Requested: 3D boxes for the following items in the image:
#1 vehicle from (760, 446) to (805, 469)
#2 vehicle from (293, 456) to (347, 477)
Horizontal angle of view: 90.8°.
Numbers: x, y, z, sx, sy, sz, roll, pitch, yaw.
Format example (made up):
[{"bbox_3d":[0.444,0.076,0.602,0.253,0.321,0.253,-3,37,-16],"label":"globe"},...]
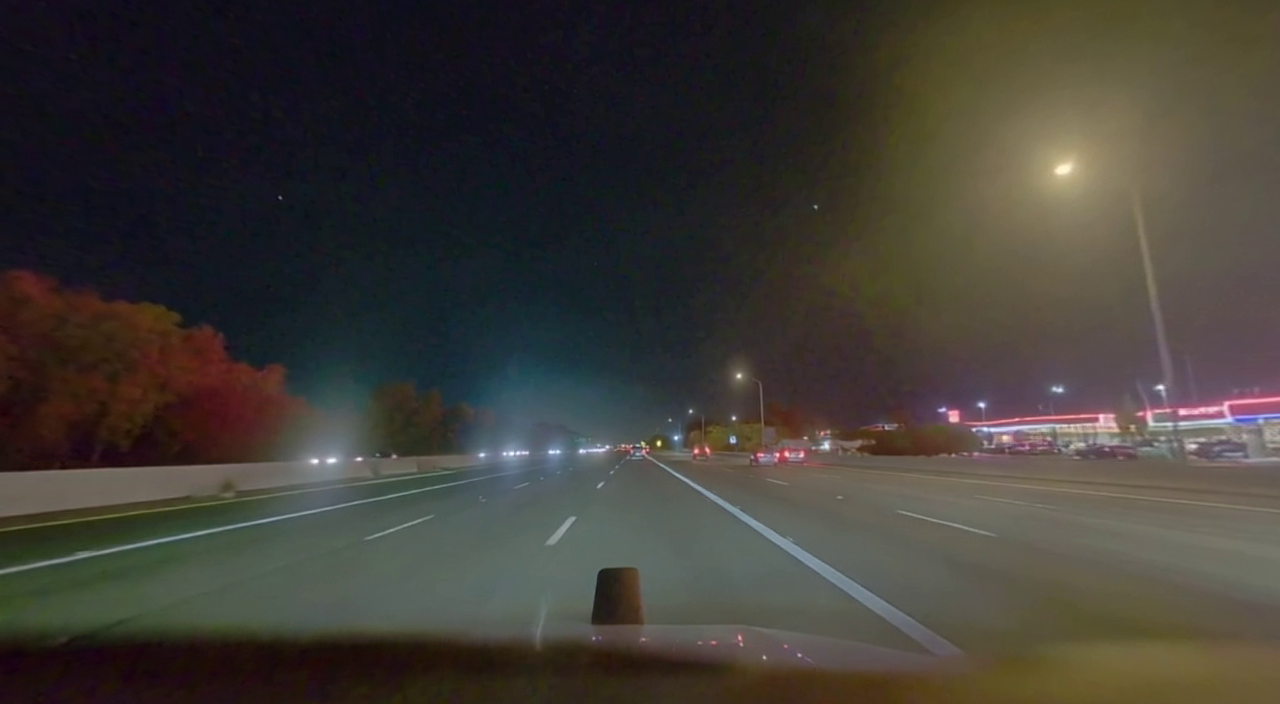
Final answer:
[{"bbox_3d":[9.901,7.339,44.230,1.953,1.473,4.512,0,-8,-3],"label":"vehicle"},{"bbox_3d":[-25.235,9.047,49.987,1.899,1.473,4.724,0,-9,-1],"label":"vehicle"}]
